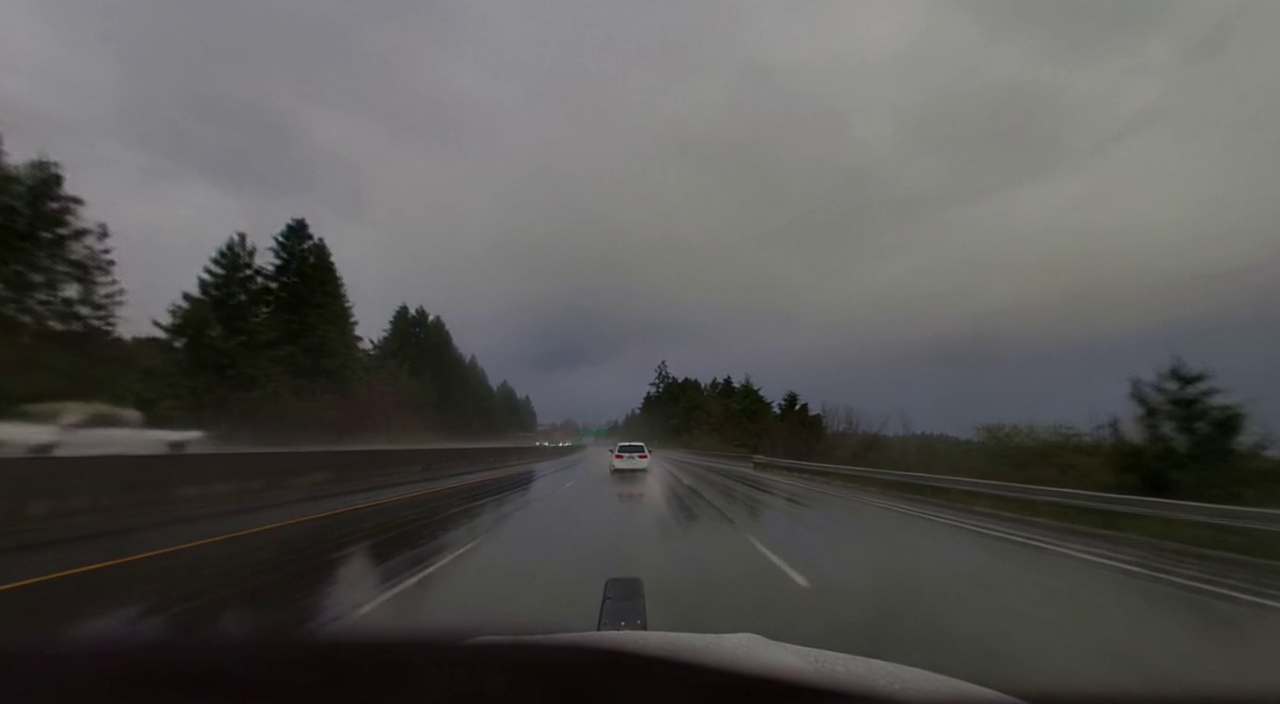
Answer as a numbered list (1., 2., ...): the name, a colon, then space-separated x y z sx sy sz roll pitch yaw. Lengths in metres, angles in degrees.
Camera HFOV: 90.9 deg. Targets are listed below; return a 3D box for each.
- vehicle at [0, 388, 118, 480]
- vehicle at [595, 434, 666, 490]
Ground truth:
1. vehicle: -13.357 1.613 12.360 2.090 1.762 4.769 0 -9 0
2. vehicle: -0.289 3.400 19.778 2.011 1.590 3.607 0 -9 -1
